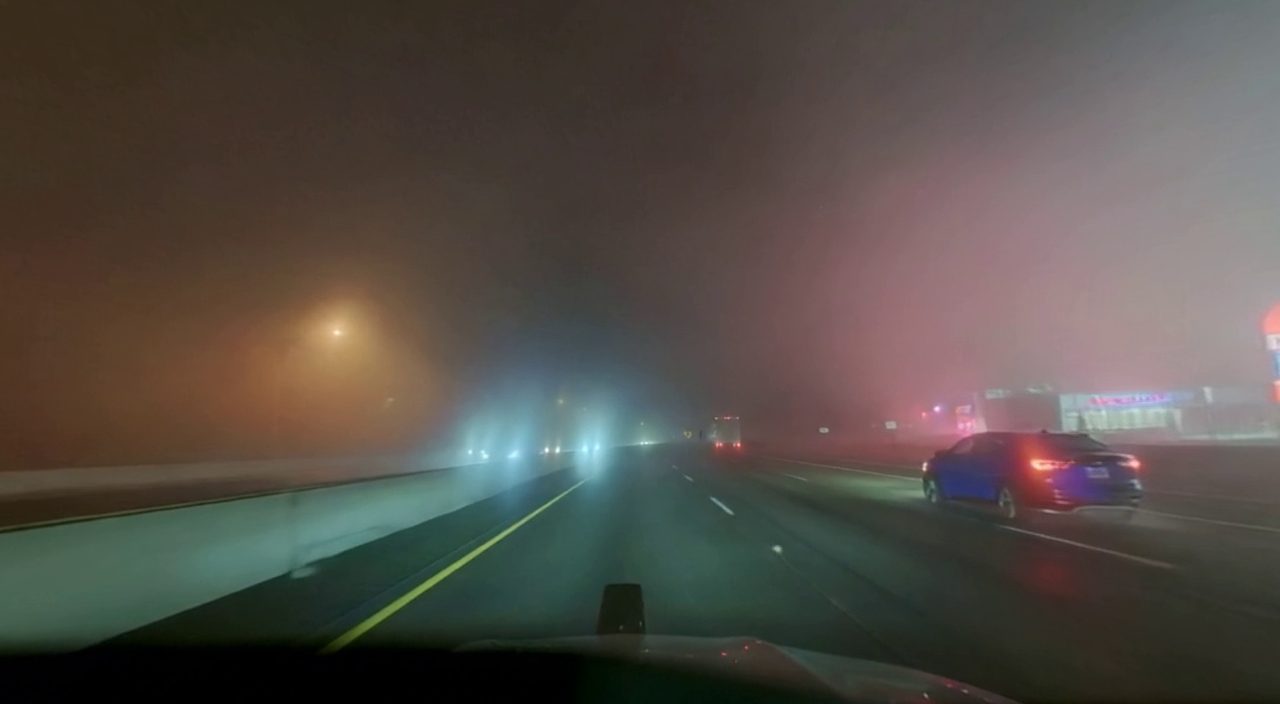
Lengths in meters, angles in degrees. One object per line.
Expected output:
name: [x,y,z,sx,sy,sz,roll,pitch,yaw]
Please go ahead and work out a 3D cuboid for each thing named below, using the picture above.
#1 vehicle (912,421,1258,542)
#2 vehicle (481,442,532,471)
vehicle: [6.766,2.019,10.543,2.079,1.518,5.032,0,-8,-1]
vehicle: [-7.361,5.771,35.040,1.831,1.486,4.449,0,-8,1]
